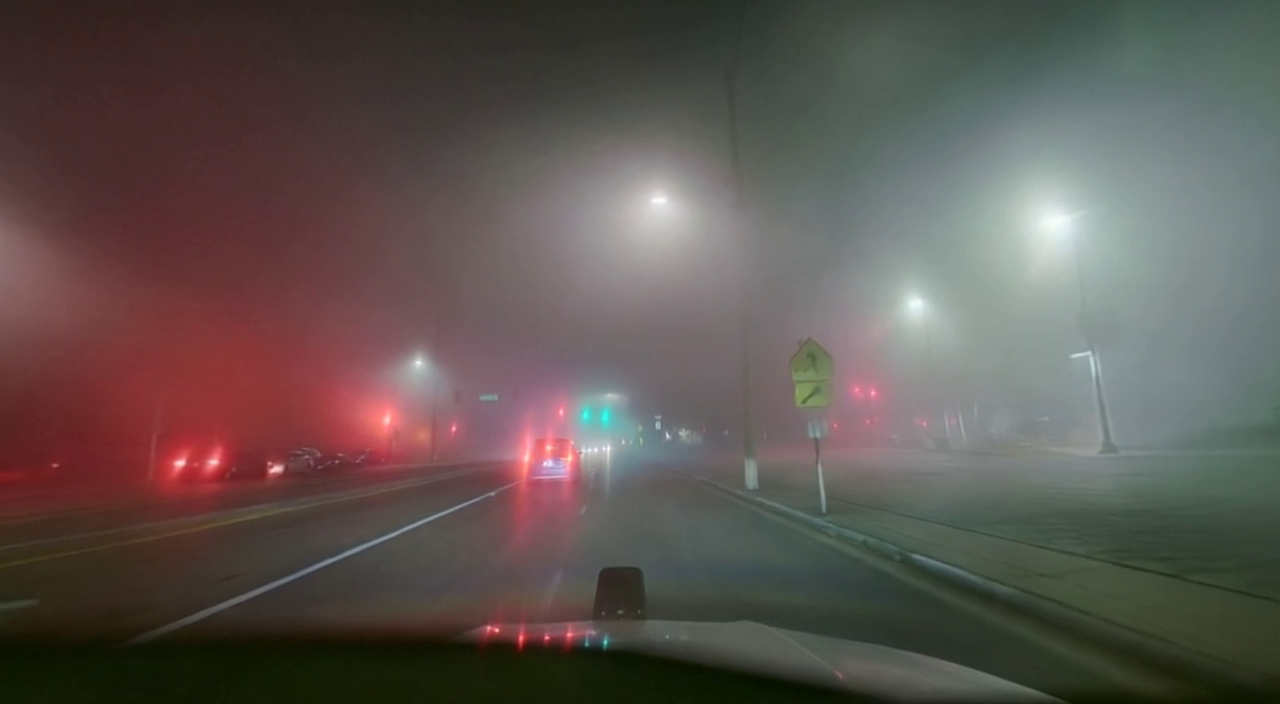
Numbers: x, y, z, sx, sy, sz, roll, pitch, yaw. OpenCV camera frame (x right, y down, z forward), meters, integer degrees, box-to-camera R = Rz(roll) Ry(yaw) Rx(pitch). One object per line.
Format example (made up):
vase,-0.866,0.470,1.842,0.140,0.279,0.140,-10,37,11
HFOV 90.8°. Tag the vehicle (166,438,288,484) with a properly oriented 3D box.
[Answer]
vehicle,-21.582,5.691,33.468,2.369,2.159,6.388,0,-8,-3

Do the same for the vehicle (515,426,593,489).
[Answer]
vehicle,-2.562,3.278,19.868,2.022,1.757,4.041,0,-8,-2

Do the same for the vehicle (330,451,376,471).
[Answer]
vehicle,-22.553,8.544,49.803,1.790,1.415,4.450,1,-8,-4
